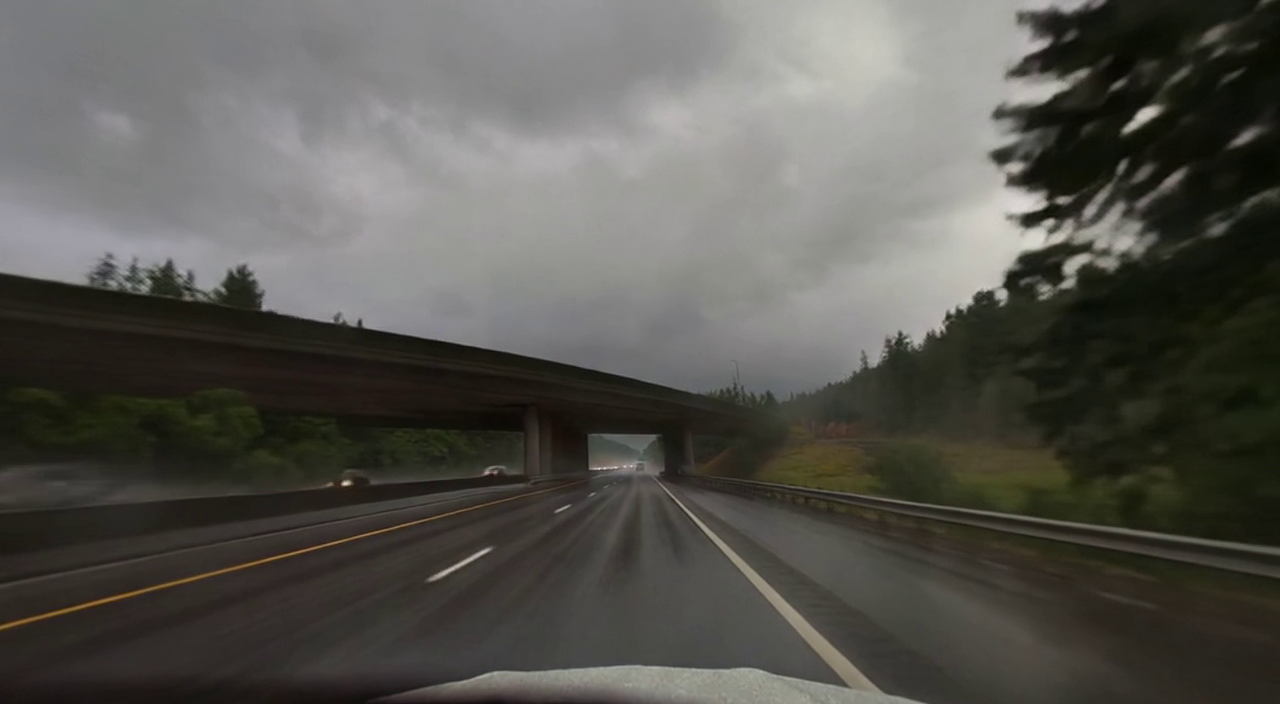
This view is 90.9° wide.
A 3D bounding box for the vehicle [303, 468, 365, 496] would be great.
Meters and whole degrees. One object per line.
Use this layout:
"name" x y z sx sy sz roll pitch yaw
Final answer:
"vehicle" -17.082 7.286 35.364 1.699 1.445 3.430 0 -10 1
